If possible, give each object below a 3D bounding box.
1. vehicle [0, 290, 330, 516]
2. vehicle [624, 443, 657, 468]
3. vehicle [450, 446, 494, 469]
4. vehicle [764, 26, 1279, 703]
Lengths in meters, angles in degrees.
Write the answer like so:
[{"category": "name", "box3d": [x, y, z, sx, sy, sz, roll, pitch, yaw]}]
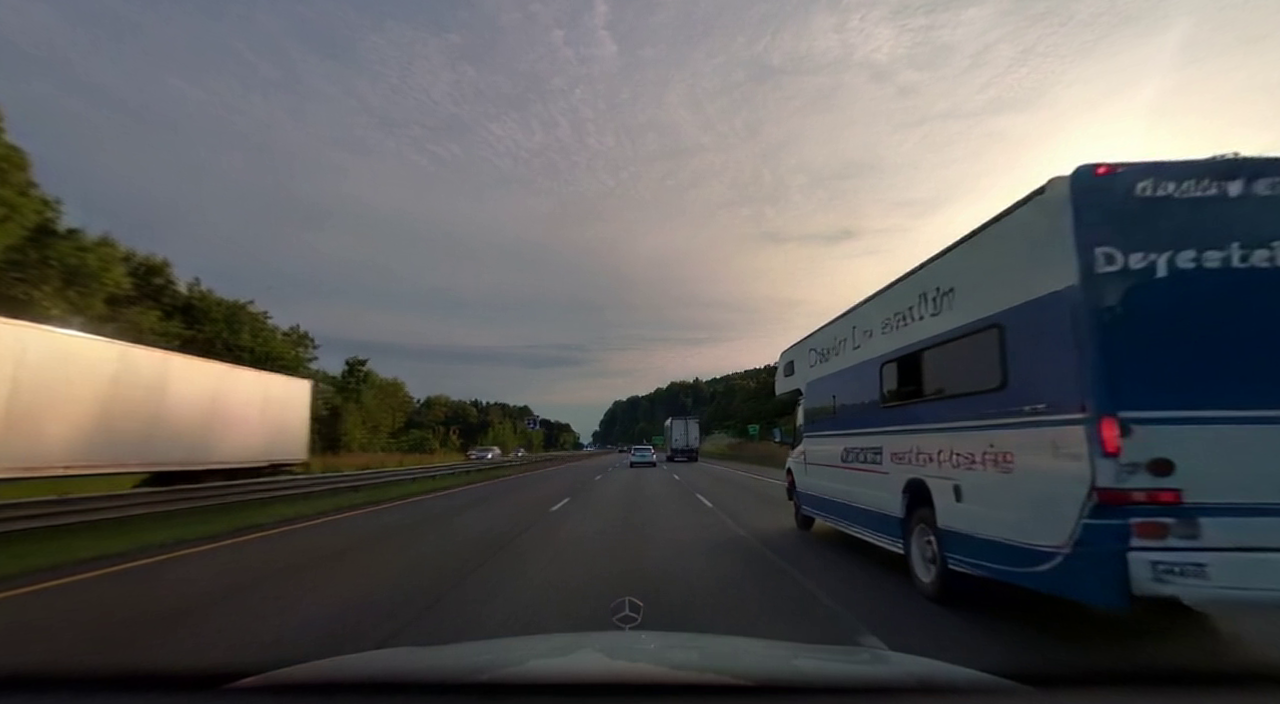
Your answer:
[{"category": "vehicle", "box3d": [-12.650, 1.261, 13.415, 3.039, 3.901, 17.384, 0, -9, 1]}, {"category": "vehicle", "box3d": [0.058, 7.079, 43.193, 2.151, 1.678, 3.923, 0, -9, 0]}, {"category": "vehicle", "box3d": [-11.877, 7.512, 44.851, 2.069, 1.525, 3.937, 0, -9, 0]}, {"category": "vehicle", "box3d": [3.892, 0.669, 7.457, 2.931, 3.530, 8.760, 0, -9, -1]}]
